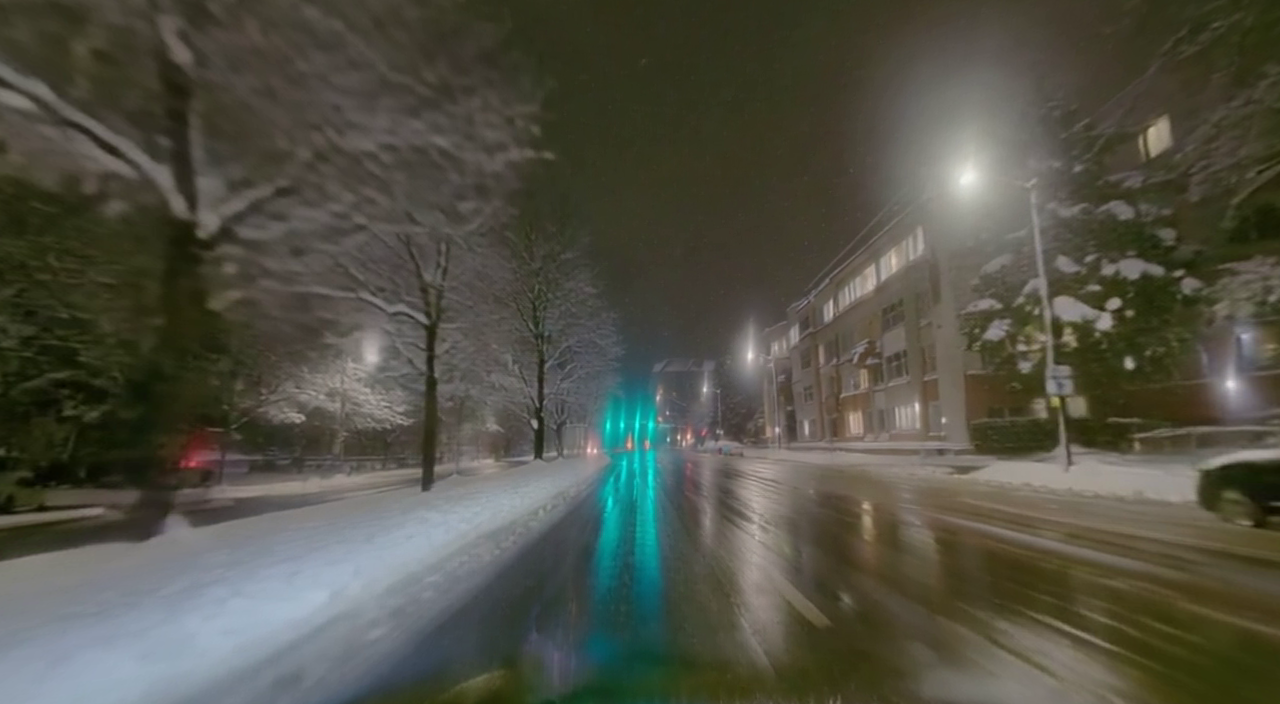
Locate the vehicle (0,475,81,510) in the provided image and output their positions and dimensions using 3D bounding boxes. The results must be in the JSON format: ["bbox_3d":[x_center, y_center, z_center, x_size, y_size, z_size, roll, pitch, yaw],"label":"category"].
[{"bbox_3d":[-30.973,6.893,31.013,4.646,1.544,2.187,3,-9,-19],"label":"vehicle"}]

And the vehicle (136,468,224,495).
[{"bbox_3d":[-32.487,9.115,44.812,1.807,1.568,4.997,-4,-9,13],"label":"vehicle"}]
